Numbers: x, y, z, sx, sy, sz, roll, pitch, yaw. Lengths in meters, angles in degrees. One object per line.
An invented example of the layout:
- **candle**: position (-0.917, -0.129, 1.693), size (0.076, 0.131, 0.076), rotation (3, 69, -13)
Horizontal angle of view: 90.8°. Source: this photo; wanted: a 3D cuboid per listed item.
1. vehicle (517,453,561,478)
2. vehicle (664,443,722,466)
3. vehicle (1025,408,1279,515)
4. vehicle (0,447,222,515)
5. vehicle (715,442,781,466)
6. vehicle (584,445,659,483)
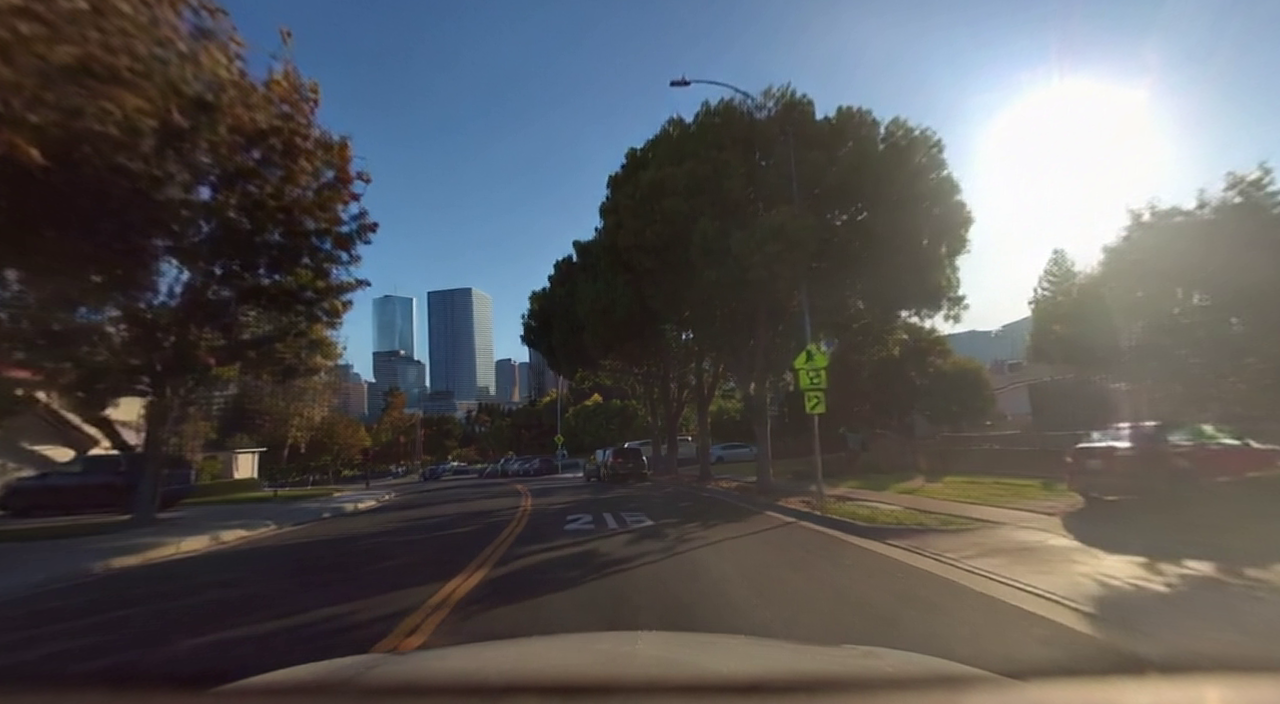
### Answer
- **vehicle**: position (-7.451, 8.248, 46.222), size (1.965, 1.663, 4.744), rotation (3, -9, -24)
- **vehicle**: position (3.861, 7.330, 45.347), size (4.157, 1.431, 1.753), rotation (4, -9, -43)
- **vehicle**: position (9.652, 1.904, 11.480), size (4.284, 1.522, 1.893), rotation (-1, -8, -14)
- **vehicle**: position (-14.242, 3.375, 16.899), size (4.664, 1.580, 1.973), rotation (3, -9, -20)
- **vehicle**: position (7.124, 6.645, 41.363), size (4.253, 1.458, 1.900), rotation (6, -11, -39)
- **vehicle**: position (-0.967, 4.950, 28.199), size (2.181, 1.494, 5.023), rotation (2, -9, -16)
